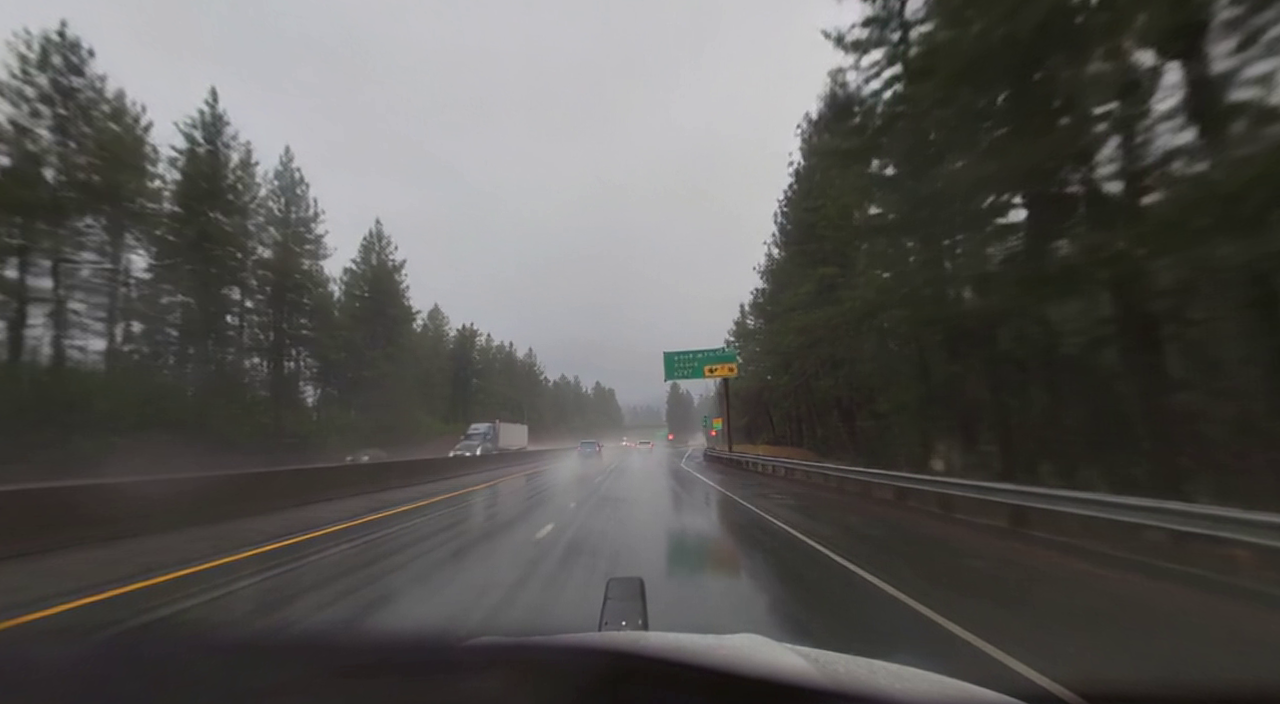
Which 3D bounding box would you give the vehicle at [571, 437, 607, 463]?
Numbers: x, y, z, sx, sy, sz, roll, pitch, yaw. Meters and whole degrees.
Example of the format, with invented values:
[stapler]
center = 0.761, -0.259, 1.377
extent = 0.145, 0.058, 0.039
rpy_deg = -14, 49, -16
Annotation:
[vehicle]
center = -3.563, 6.968, 44.830
extent = 2.129, 1.742, 4.217
rpy_deg = 0, -8, 1
